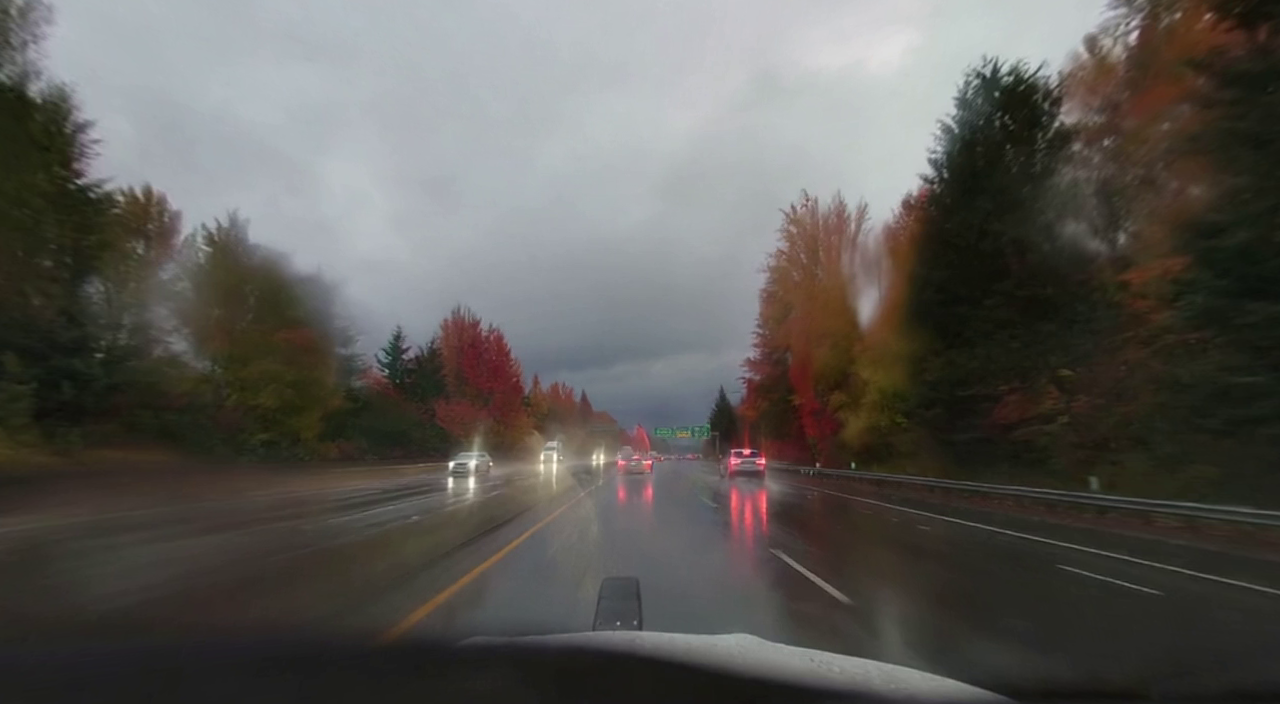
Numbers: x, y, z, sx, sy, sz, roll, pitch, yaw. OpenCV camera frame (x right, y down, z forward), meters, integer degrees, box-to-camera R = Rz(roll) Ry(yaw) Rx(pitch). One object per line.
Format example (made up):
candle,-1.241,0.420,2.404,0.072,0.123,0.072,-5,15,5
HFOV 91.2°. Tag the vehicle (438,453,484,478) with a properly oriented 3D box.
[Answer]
vehicle,-12.121,7.691,42.637,1.839,1.541,3.972,-1,-9,1

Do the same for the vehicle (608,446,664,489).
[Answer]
vehicle,-0.164,4.677,25.767,2.070,1.546,4.648,0,-9,0

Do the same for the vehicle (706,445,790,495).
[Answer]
vehicle,3.636,4.074,21.957,2.119,1.557,4.163,0,-9,-1
